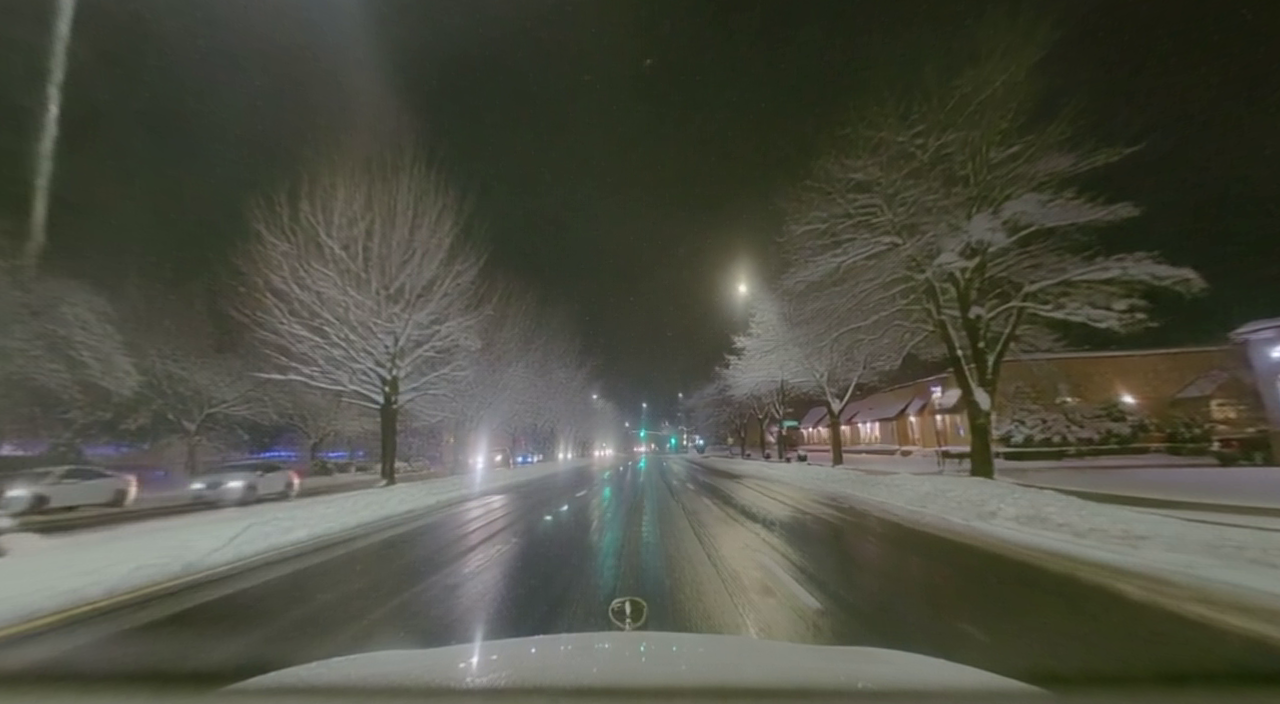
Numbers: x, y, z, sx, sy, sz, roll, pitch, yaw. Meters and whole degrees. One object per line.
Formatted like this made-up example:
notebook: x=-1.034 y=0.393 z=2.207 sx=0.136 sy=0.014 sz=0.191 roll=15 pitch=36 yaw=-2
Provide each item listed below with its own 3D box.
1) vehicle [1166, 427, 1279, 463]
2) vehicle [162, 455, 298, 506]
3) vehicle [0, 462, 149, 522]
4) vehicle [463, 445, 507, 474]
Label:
vehicle: x=25.921 y=3.982 z=26.893 sx=4.942 sy=1.435 sz=1.987 roll=-5 pitch=-10 yaw=28
vehicle: x=-14.481 y=4.531 z=22.639 sx=1.963 sy=1.487 sz=4.331 roll=-3 pitch=-9 yaw=1
vehicle: x=-18.018 y=4.253 z=19.454 sx=1.945 sy=1.486 sz=4.652 roll=-4 pitch=-9 yaw=1
vehicle: x=-10.157 y=7.056 z=41.622 sx=2.012 sy=1.756 sz=4.268 roll=-1 pitch=-9 yaw=-3
